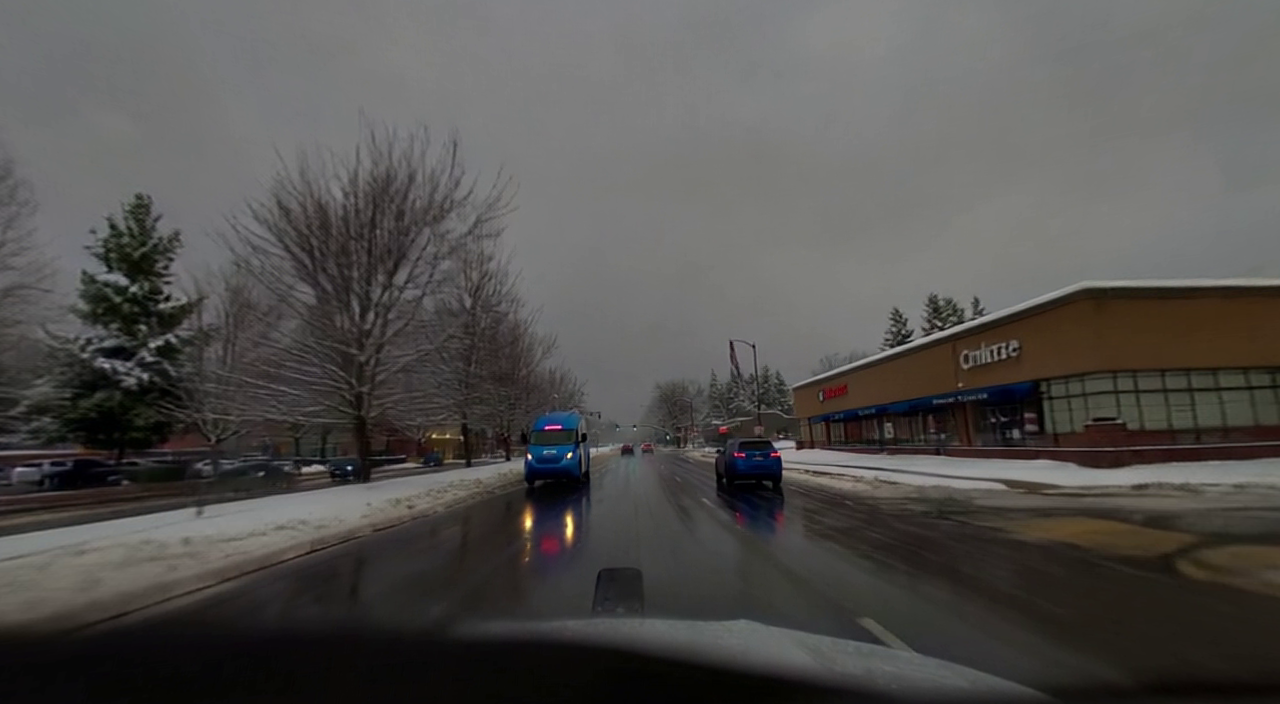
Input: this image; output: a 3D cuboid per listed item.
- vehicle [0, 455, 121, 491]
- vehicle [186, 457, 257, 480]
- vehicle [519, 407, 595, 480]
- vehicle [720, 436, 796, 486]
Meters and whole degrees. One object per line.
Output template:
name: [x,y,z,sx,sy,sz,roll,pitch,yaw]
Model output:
vehicle: [-31.870,6.478,34.033,5.692,1.725,2.144,5,-10,-33]
vehicle: [-31.635,8.793,47.881,4.225,1.449,1.819,1,-9,-26]
vehicle: [-3.370,3.947,27.134,2.443,2.784,5.862,0,-9,0]
vehicle: [4.206,3.959,23.183,1.869,1.646,4.166,0,-9,-2]
